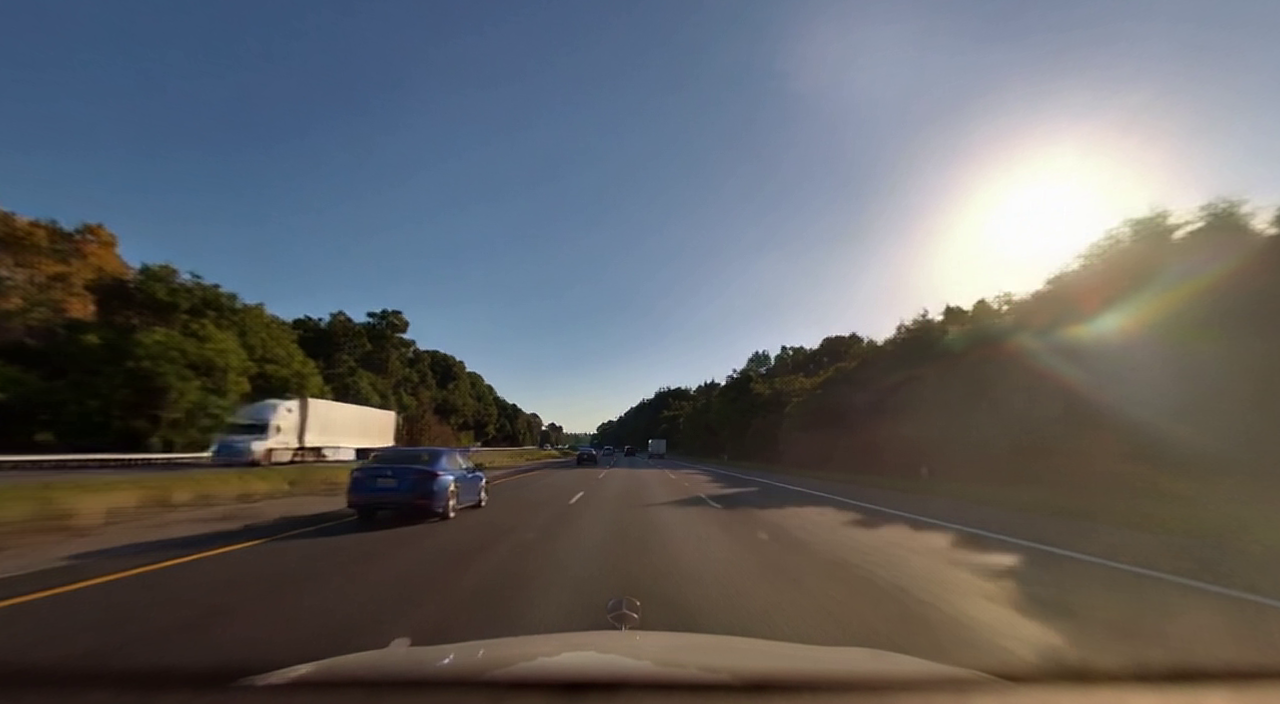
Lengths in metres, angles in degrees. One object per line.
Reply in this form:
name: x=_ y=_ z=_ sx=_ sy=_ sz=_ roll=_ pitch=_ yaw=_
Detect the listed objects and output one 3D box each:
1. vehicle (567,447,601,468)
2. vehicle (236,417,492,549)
vehicle: x=-4.104 y=7.857 z=46.962 sx=2.169 sy=1.473 sz=4.631 roll=0 pitch=-9 yaw=0
vehicle: x=-4.068 y=2.040 z=10.391 sx=2.108 sy=1.666 sz=4.558 roll=0 pitch=-9 yaw=0
